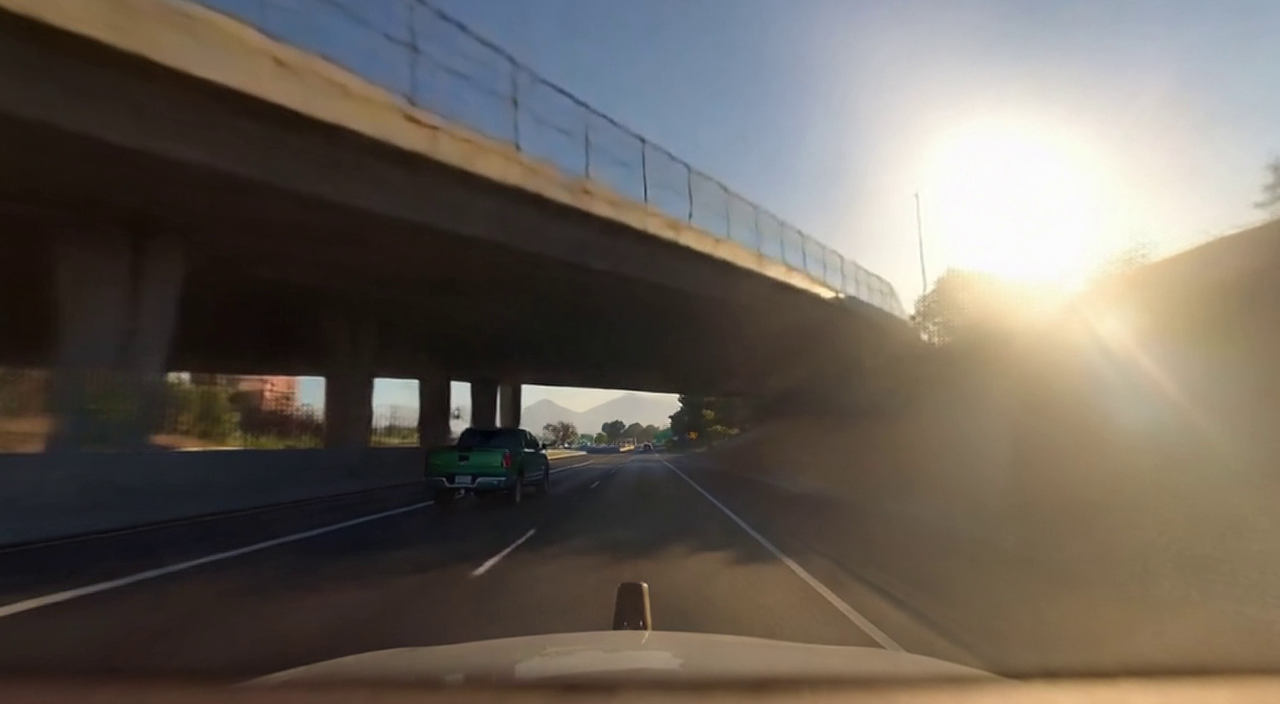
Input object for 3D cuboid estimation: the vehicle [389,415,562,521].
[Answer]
[{"bbox_3d":[-3.386,2.554,14.455,2.350,1.932,5.562,-1,-9,1],"label":"vehicle"}]
